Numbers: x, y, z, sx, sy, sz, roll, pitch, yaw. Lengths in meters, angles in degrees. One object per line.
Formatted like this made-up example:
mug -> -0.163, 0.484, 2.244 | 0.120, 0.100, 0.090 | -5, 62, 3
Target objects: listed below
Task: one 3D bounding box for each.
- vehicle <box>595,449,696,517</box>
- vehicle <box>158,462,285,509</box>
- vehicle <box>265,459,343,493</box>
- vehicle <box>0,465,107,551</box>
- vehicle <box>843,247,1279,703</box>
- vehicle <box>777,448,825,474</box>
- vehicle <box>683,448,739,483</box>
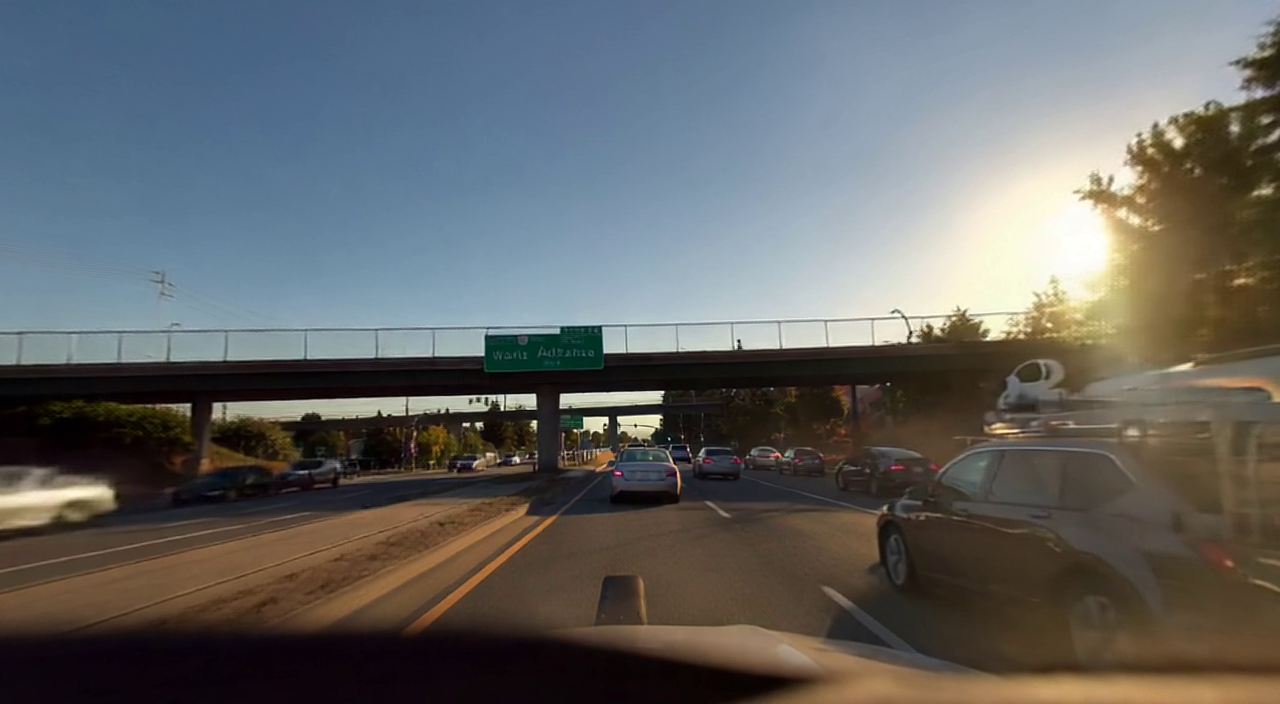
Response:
vehicle -> 0.096, 2.949, 14.733 | 2.027, 1.341, 3.775 | 0, -9, -1
vehicle -> -15.849, 5.041, 24.237 | 1.891, 1.511, 4.280 | 0, -9, 0
vehicle -> -19.103, 7.015, 36.154 | 1.935, 1.706, 4.473 | 0, -9, 0
vehicle -> -12.515, 2.864, 11.455 | 1.864, 1.482, 4.377 | 0, -9, 0
vehicle -> 3.496, 0.915, 3.648 | 2.719, 2.033, 5.876 | 0, -9, 0
vehicle -> 9.849, 6.698, 38.993 | 1.839, 1.453, 3.992 | 0, -9, -1
vehicle -> 3.119, 5.083, 28.650 | 1.962, 1.431, 4.205 | 0, -9, -2
